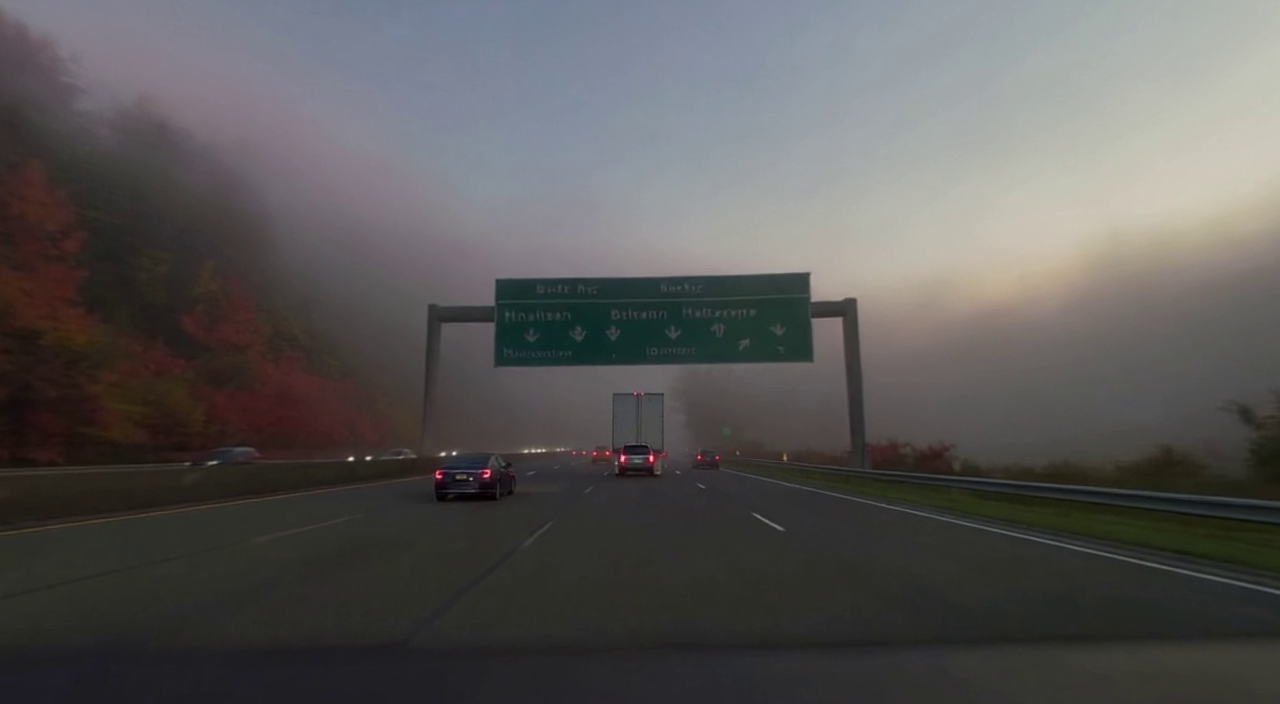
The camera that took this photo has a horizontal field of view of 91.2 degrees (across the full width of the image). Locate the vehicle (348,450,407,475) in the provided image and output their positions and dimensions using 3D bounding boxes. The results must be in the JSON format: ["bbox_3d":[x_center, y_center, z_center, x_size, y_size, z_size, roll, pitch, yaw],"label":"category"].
[{"bbox_3d":[-18.063,7.599,43.343,2.003,1.593,4.777,0,-9,0],"label":"vehicle"}]

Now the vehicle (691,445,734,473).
[{"bbox_3d":[4.262,6.349,37.457,2.035,1.571,4.413,0,-9,0],"label":"vehicle"}]

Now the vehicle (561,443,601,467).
[{"bbox_3d":[-4.371,7.754,47.174,2.545,1.679,4.267,0,-9,0],"label":"vehicle"}]

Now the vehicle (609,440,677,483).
[{"bbox_3d":[0.092,4.591,26.548,2.634,1.679,4.070,0,-9,0],"label":"vehicle"}]

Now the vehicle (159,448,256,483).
[{"bbox_3d":[-22.094,5.782,32.255,1.919,1.671,4.274,0,-9,0],"label":"vehicle"}]

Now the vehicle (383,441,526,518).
[{"bbox_3d":[-4.024,2.821,14.410,2.017,1.469,4.113,0,-9,0],"label":"vehicle"}]
